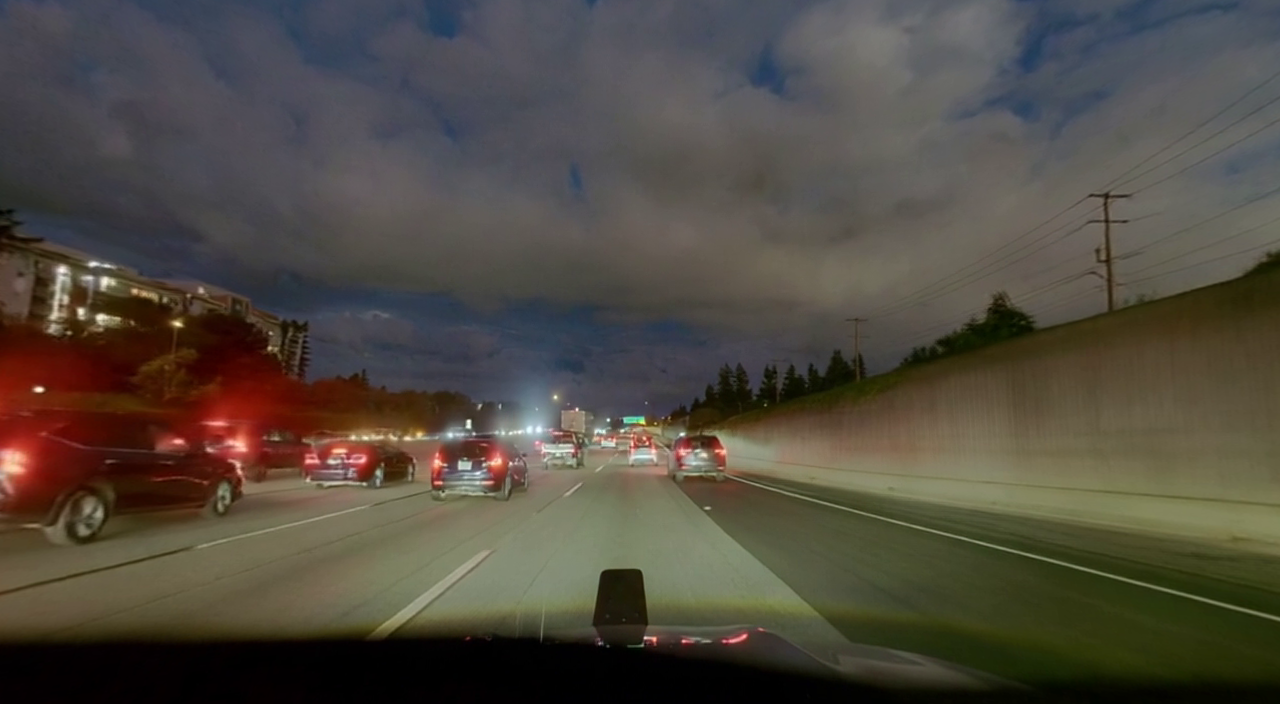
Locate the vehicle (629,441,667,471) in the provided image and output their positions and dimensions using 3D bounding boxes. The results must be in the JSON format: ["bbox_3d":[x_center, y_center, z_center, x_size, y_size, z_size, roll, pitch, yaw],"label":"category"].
[{"bbox_3d":[0.417,5.976,36.467,2.092,1.671,3.889,0,-8,-1],"label":"vehicle"}]

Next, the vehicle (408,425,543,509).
[{"bbox_3d":[-3.764,2.711,15.365,2.026,1.719,4.490,0,-8,0],"label":"vehicle"}]

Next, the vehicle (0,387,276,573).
[{"bbox_3d":[-7.403,1.588,8.447,2.222,1.825,4.640,0,-8,0],"label":"vehicle"}]

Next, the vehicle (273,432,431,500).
[{"bbox_3d":[-7.350,2.950,16.772,1.985,1.529,4.710,0,-8,0],"label":"vehicle"}]

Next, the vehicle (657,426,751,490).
[{"bbox_3d":[2.232,3.992,24.197,2.793,2.132,5.682,0,-8,-3],"label":"vehicle"}]

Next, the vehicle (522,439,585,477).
[{"bbox_3d":[-3.723,4.671,28.043,2.049,1.530,4.707,0,-8,1],"label":"vehicle"}]
